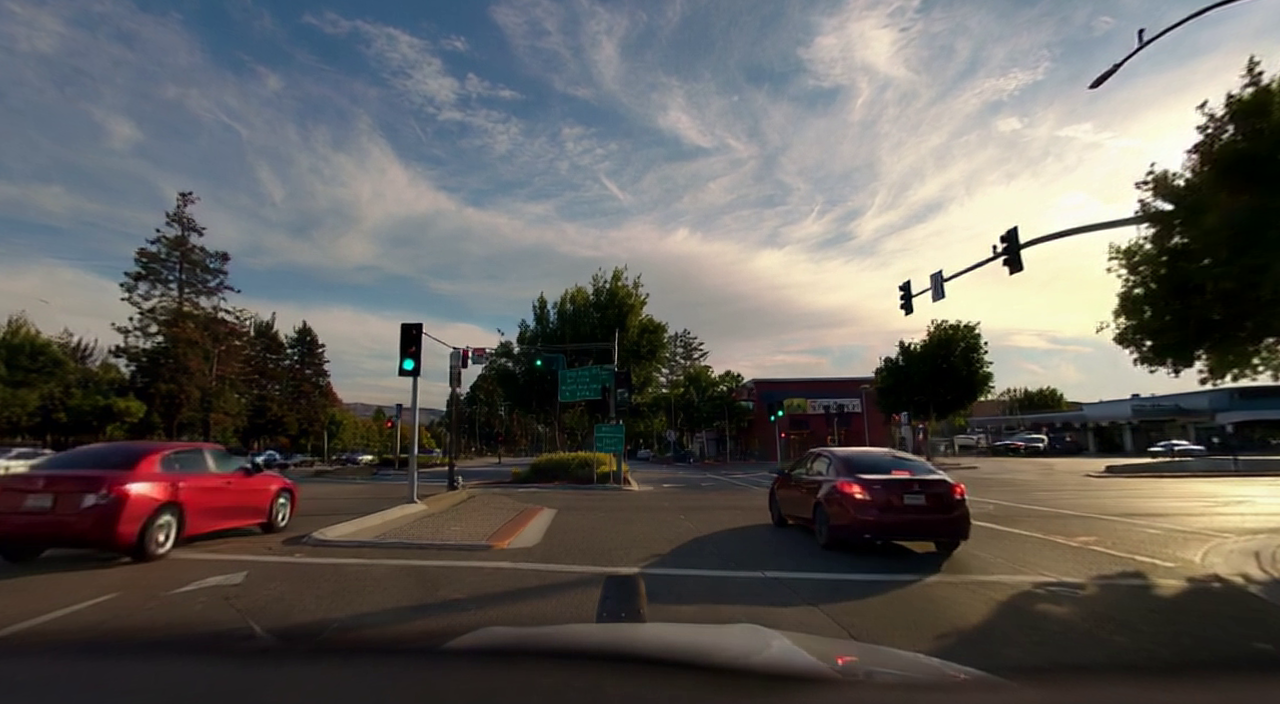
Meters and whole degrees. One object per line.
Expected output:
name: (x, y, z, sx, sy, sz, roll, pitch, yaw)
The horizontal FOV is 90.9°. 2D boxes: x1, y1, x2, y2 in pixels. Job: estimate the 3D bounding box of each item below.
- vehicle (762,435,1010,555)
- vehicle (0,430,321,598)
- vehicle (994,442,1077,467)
vehicle: (3.597, 2.160, 10.360, 1.940, 1.487, 4.562, 0, -9, -4)
vehicle: (-6.143, 1.785, 7.922, 1.995, 1.470, 4.556, 0, -9, -2)
vehicle: (28.438, 7.372, 45.533, 2.026, 1.657, 5.260, 1, -9, -9)
